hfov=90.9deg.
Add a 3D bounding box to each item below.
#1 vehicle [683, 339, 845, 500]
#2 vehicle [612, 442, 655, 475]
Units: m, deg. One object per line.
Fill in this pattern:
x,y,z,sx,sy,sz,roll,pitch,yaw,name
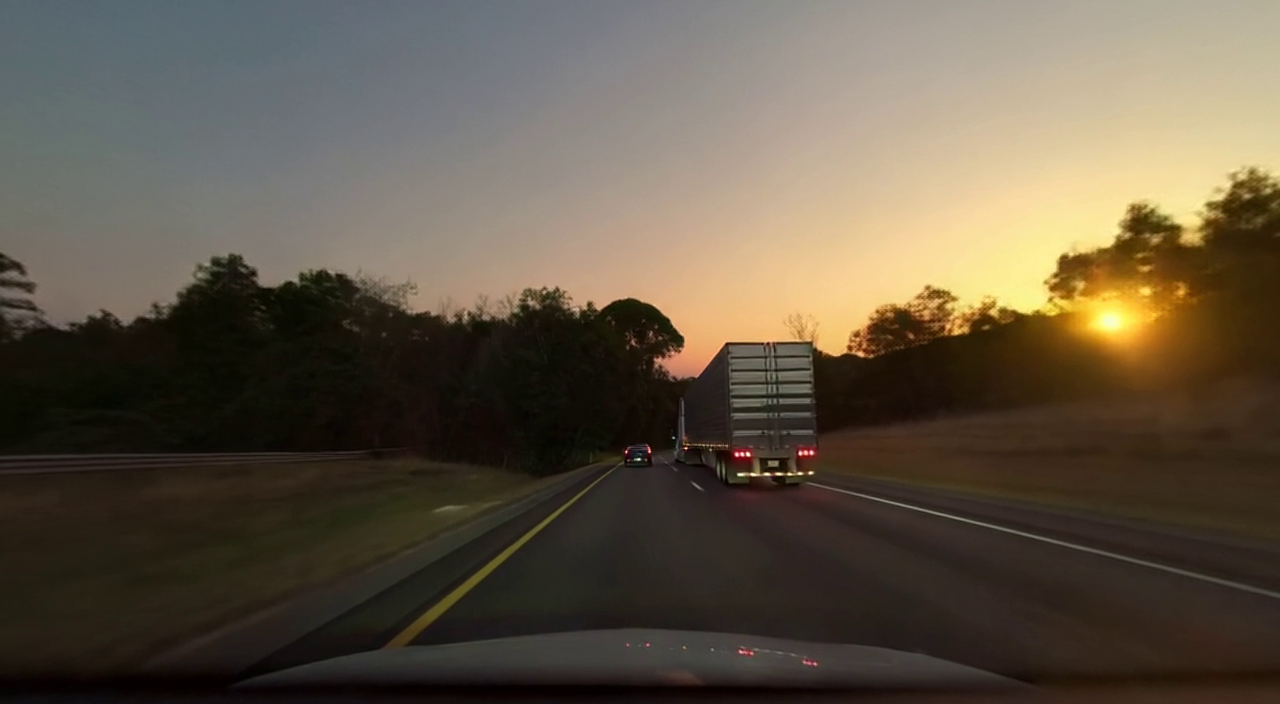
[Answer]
3.738,2.891,24.358,2.929,4.158,15.921,0,-8,0,vehicle
-0.273,5.199,31.063,1.968,1.515,4.025,-1,-8,0,vehicle
